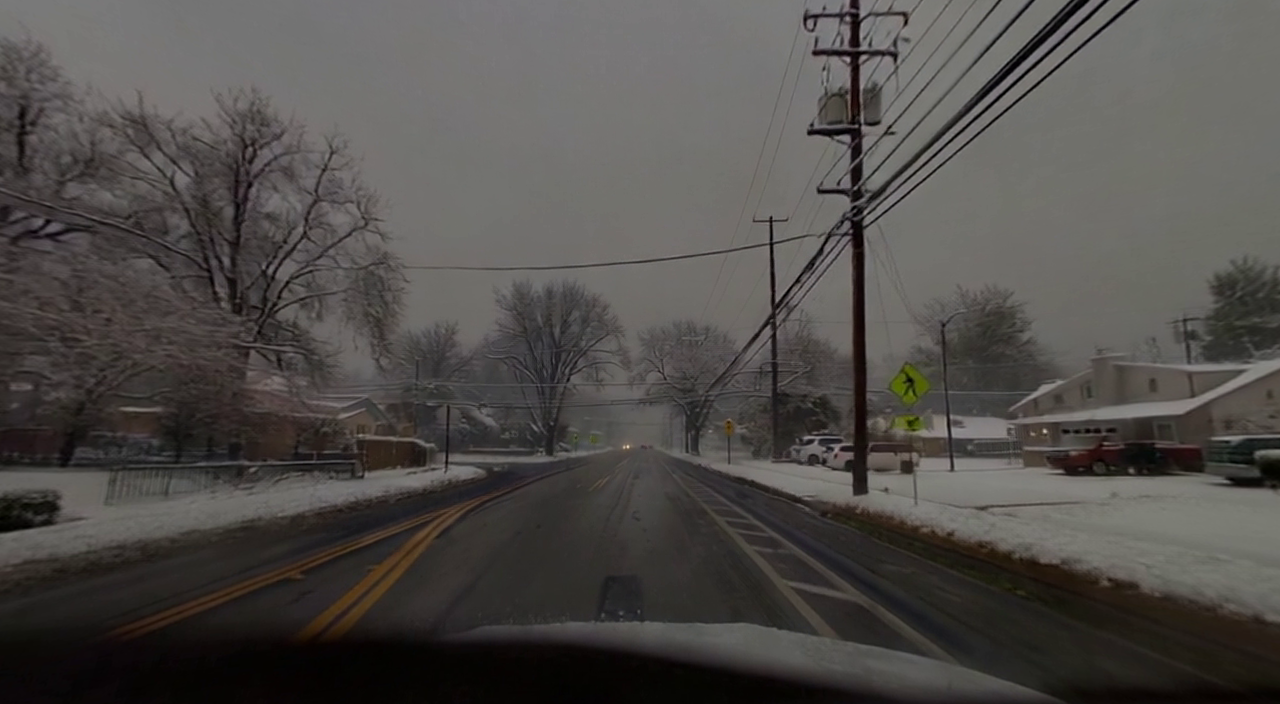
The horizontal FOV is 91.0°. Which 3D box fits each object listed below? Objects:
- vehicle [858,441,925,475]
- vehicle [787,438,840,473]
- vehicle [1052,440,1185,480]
[{"bbox_3d":[13.648,5.789,34.443,1.935,1.683,4.669,0,-9,3],"label":"vehicle"},{"bbox_3d":[10.379,6.223,38.035,1.912,1.953,4.651,0,-9,0],"label":"vehicle"},{"bbox_3d":[21.141,4.755,27.969,3.943,1.664,2.391,0,-8,-1],"label":"vehicle"}]
